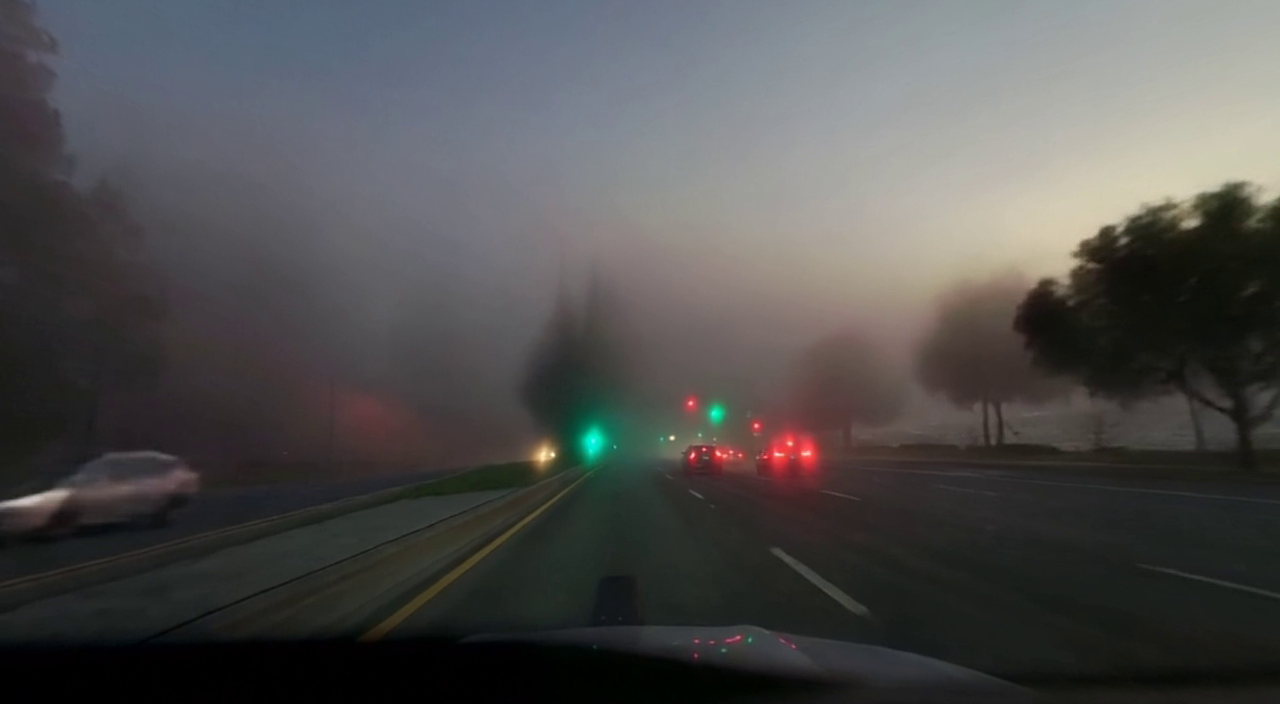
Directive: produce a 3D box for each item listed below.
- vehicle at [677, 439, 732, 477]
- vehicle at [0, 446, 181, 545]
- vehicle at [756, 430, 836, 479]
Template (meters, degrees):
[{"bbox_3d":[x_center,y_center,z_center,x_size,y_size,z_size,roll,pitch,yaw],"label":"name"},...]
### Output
[{"bbox_3d":[2.858,4.792,28.798,1.917,1.538,4.259,0,-8,-2],"label":"vehicle"},{"bbox_3d":[-11.096,2.541,11.639,1.802,1.560,4.476,-1,-8,2],"label":"vehicle"},{"bbox_3d":[6.242,4.172,25.904,1.946,1.773,4.641,0,-8,-2],"label":"vehicle"}]
